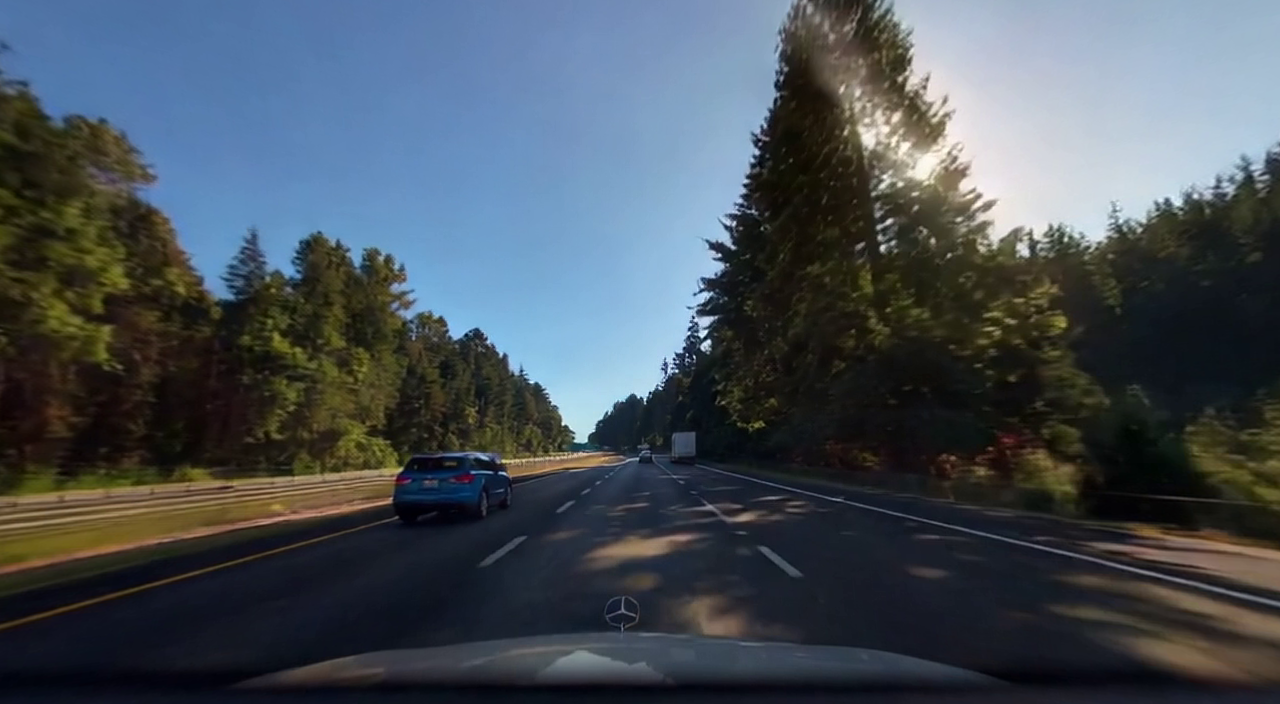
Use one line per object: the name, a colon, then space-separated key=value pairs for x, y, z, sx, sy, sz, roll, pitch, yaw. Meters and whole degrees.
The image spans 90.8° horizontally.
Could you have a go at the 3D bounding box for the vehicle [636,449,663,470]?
vehicle: x=0.760 y=8.412 z=49.615 sx=2.006 sy=1.586 sz=3.915 roll=0 pitch=-9 yaw=1

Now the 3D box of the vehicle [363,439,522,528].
vehicle: x=-3.802 y=2.594 z=12.941 sx=1.927 sy=1.530 sz=3.874 roll=0 pitch=-9 yaw=1
